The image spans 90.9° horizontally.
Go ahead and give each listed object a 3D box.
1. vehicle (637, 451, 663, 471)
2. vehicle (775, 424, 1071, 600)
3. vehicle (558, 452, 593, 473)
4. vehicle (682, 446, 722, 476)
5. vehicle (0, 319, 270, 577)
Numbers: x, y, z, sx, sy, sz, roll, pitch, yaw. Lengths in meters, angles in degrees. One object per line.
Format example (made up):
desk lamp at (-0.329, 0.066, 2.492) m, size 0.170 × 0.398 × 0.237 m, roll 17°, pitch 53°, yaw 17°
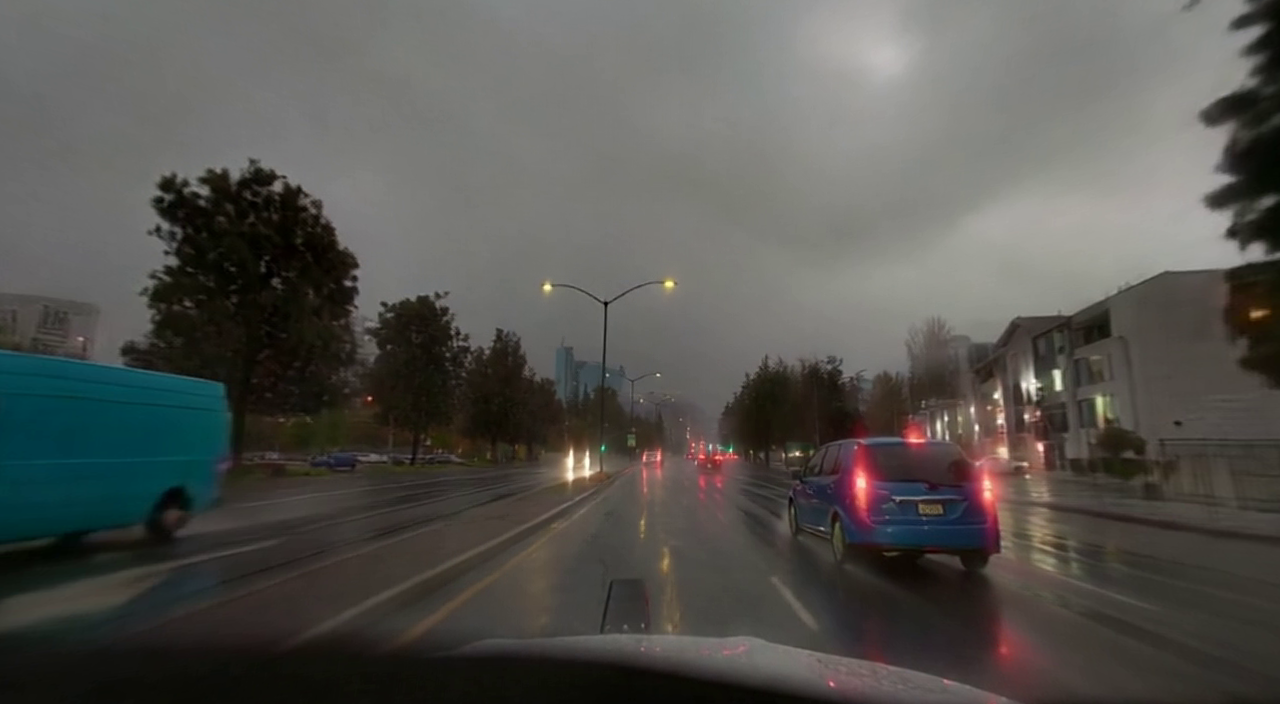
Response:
vehicle at (0.813, 8.568, 49.847) m, size 1.991 × 1.477 × 3.814 m, roll 0°, pitch -9°, yaw 1°
vehicle at (3.106, 1.822, 8.001) m, size 1.901 × 1.634 × 3.952 m, roll 0°, pitch -9°, yaw 0°
vehicle at (-4.753, 8.201, 46.979) m, size 1.953 × 1.462 × 4.297 m, roll 0°, pitch -9°, yaw 3°
vehicle at (4.042, 7.175, 41.789) m, size 2.154 × 1.844 × 4.634 m, roll 0°, pitch -9°, yaw 0°
vehicle at (-8.497, 1.291, 8.606) m, size 2.524 × 2.885 × 6.868 m, roll 1°, pitch -9°, yaw 1°
